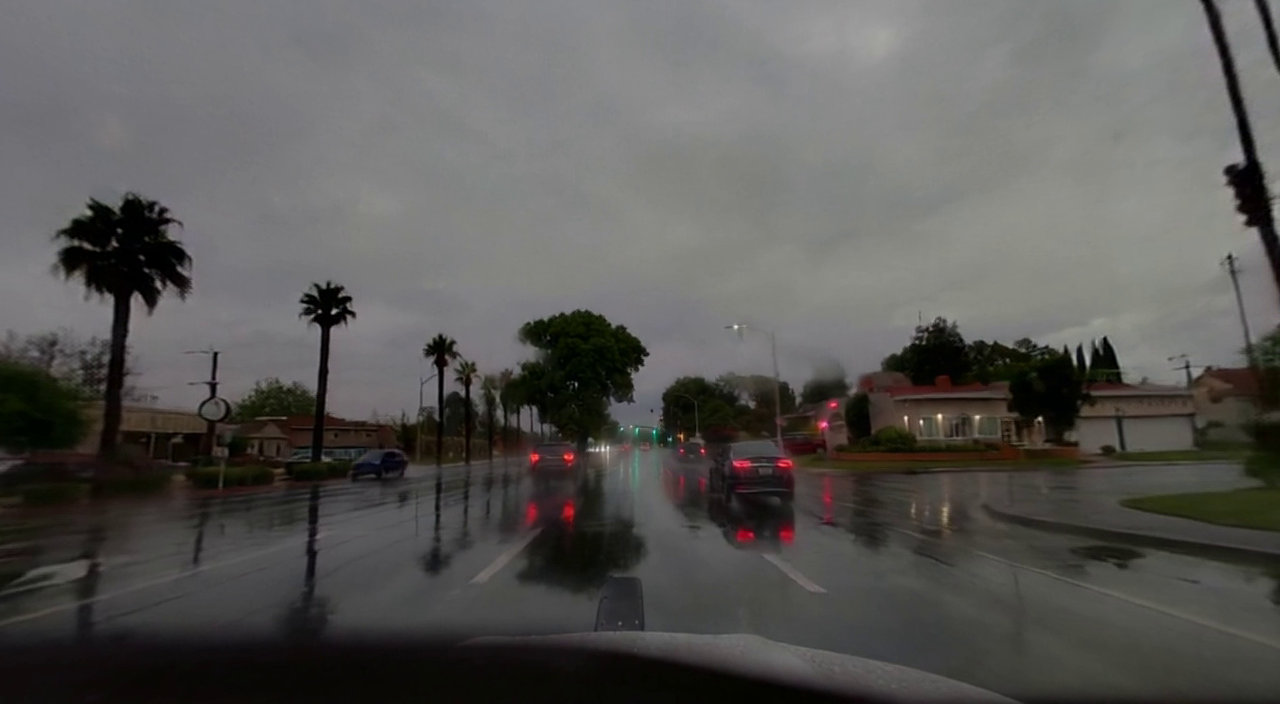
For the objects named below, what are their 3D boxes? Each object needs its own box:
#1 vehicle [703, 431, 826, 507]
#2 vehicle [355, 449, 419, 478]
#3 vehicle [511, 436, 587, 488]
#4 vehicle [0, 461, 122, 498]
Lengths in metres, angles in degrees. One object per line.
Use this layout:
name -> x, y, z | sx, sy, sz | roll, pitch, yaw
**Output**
vehicle -> 3.019, 2.947, 16.253 | 2.084, 1.682, 4.148 | 1, -9, -3
vehicle -> -18.182, 8.014, 45.543 | 2.221, 1.921, 5.743 | 0, -9, 1
vehicle -> -3.210, 4.013, 23.299 | 2.084, 1.735, 4.528 | 0, -8, 1
vehicle -> -28.920, 6.295, 31.209 | 4.586, 1.513, 1.973 | -2, -9, -3
